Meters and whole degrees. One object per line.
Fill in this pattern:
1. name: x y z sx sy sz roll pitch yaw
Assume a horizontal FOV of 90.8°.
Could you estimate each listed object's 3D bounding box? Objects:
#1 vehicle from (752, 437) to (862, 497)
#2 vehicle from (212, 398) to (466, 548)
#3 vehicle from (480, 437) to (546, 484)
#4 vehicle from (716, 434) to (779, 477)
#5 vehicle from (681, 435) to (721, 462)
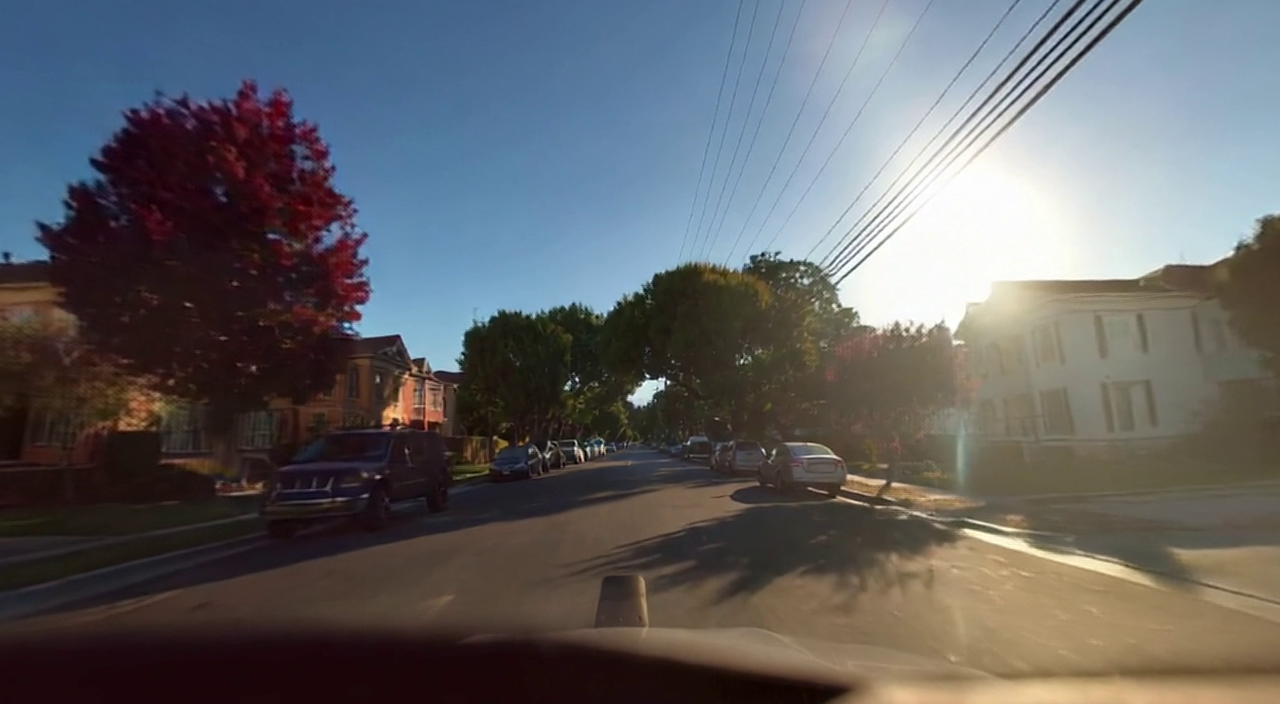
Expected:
1. vehicle: 4.436 3.111 17.527 1.893 1.437 4.369 0 -8 0
2. vehicle: -5.262 2.201 12.272 2.242 2.135 5.566 -2 -8 0
3. vehicle: -5.263 4.501 26.680 1.873 1.709 4.206 -4 -8 0
4. vehicle: 4.390 4.295 26.514 1.979 1.620 4.684 0 -8 2
5. vehicle: 4.443 7.132 46.907 2.279 1.848 5.577 0 -8 -2
